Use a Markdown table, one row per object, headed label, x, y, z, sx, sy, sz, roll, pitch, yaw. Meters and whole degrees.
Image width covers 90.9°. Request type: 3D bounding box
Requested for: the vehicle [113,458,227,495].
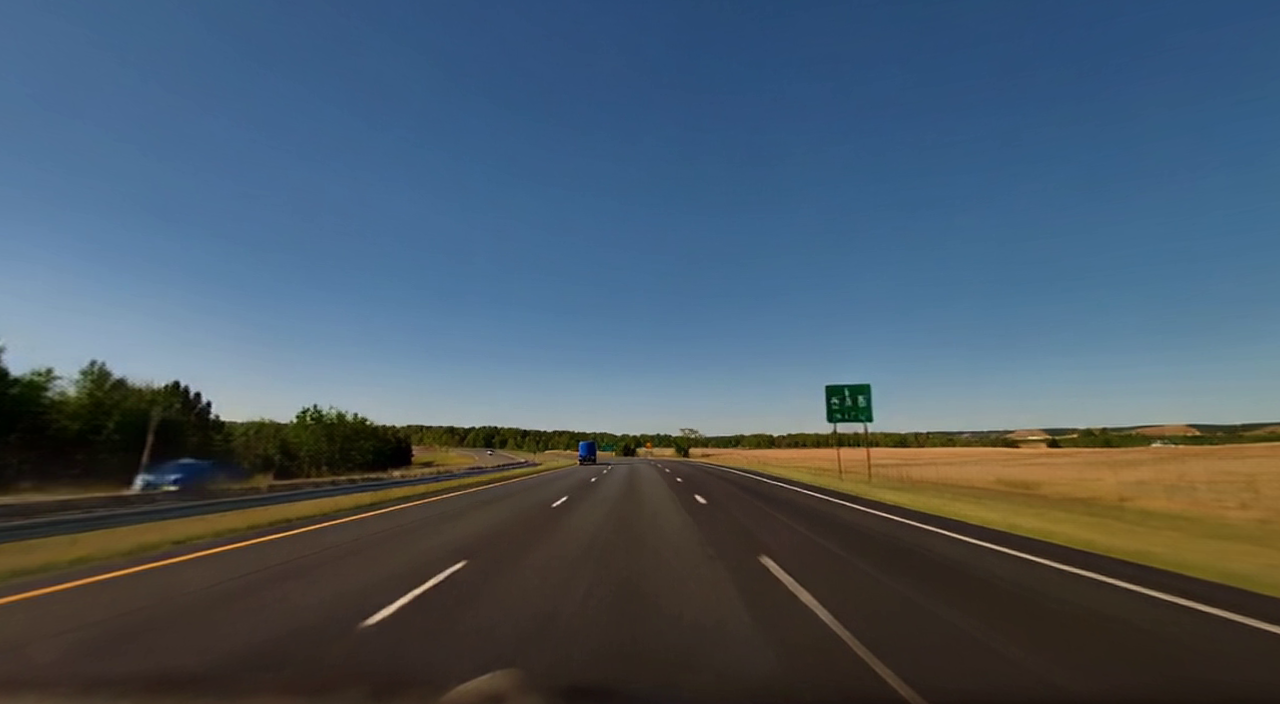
| label | x | y | z | sx | sy | sz | roll | pitch | yaw |
| --- | --- | --- | --- | --- | --- | --- | --- | --- | --- |
| vehicle | -22.825 | 6.024 | 30.908 | 1.949 | 1.565 | 4.686 | 0 | -9 | 0 |
